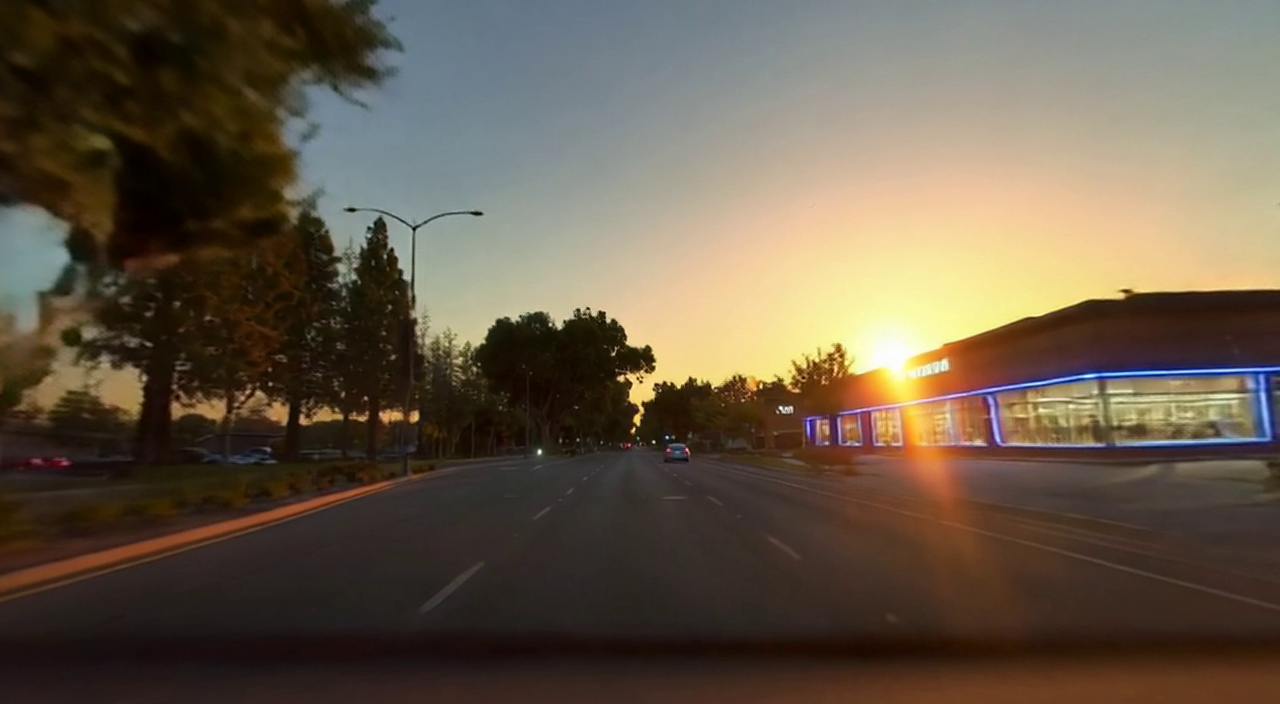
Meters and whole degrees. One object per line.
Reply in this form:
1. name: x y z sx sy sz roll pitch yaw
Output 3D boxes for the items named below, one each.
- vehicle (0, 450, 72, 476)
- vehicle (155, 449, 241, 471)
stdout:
1. vehicle: -45.616 8.221 46.599 5.020 1.719 2.107 -2 -8 -1
2. vehicle: -33.028 8.075 47.167 4.736 1.573 2.176 0 -8 -3
